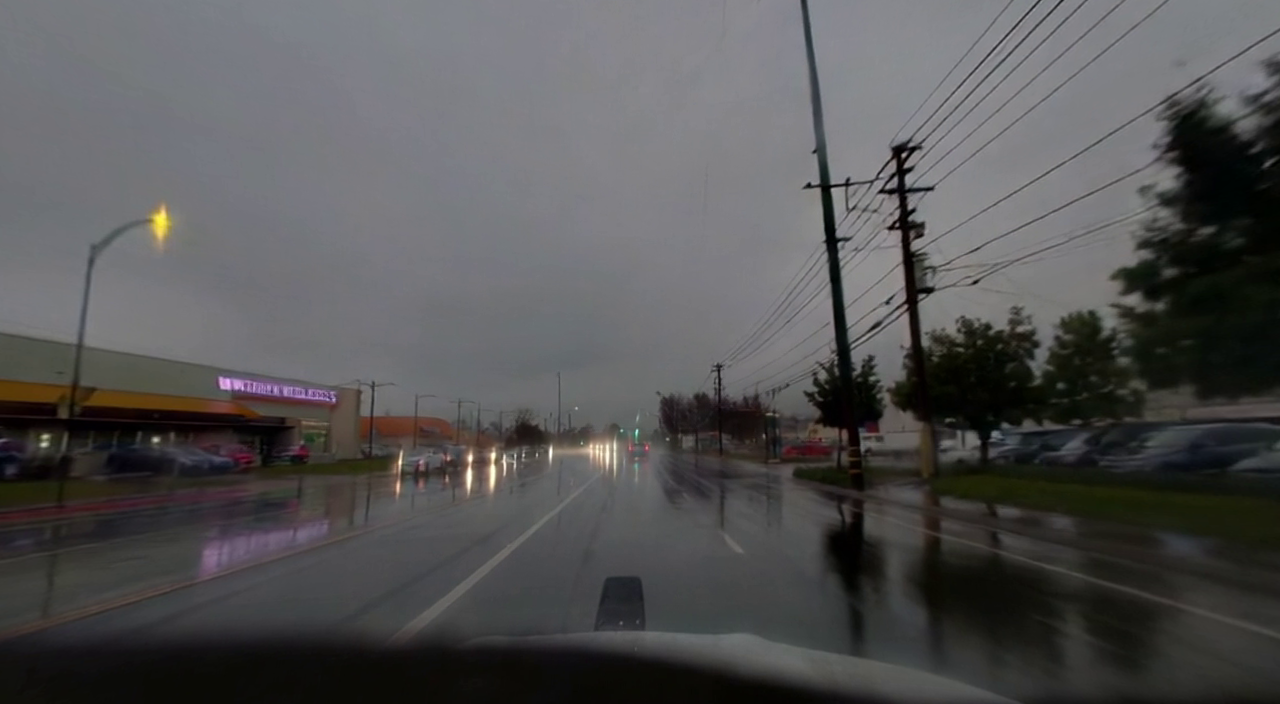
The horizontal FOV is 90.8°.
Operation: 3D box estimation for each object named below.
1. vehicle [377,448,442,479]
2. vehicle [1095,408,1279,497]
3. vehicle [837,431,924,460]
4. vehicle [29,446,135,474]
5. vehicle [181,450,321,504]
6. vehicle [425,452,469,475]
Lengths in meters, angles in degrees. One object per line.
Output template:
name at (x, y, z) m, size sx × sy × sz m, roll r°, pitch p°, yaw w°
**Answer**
vehicle at (-13.776, 6.668, 38.086) m, size 2.014 × 1.523 × 5.092 m, roll -3°, pitch -8°, yaw 1°
vehicle at (13.319, 2.208, 14.018) m, size 4.758 × 1.811 × 2.036 m, roll 0°, pitch -9°, yaw 0°
vehicle at (15.336, 5.981, 40.492) m, size 4.667 × 1.775 × 2.199 m, roll 0°, pitch -9°, yaw -1°
vehicle at (-37.544, 7.269, 42.684) m, size 4.800 × 1.776 × 2.060 m, roll 4°, pitch -10°, yaw -25°
vehicle at (-13.678, 4.360, 22.671) m, size 1.955 × 1.549 × 5.009 m, roll -2°, pitch -8°, yaw -1°
vehicle at (-13.646, 7.886, 44.885) m, size 1.791 × 1.377 × 4.807 m, roll -2°, pitch -8°, yaw -1°
